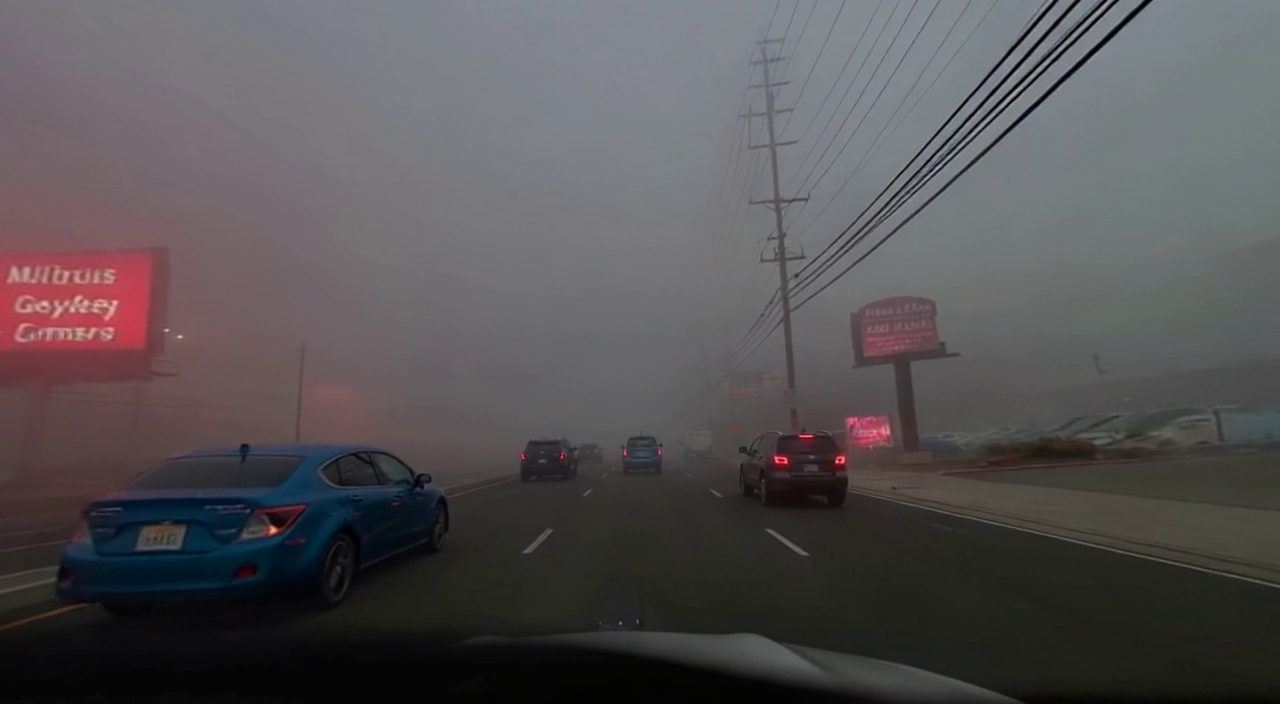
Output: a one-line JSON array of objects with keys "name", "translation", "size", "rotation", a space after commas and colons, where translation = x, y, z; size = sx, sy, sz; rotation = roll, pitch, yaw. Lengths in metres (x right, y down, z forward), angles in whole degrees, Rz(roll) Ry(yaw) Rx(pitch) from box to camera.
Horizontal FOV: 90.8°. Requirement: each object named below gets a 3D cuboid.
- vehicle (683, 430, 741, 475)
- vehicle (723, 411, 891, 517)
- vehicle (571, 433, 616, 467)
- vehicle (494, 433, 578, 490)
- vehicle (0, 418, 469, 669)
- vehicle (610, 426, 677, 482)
[{"name": "vehicle", "translation": [3.168, 4.549, 28.764], "size": [2.026, 1.904, 4.102], "rotation": [0, -8, -2]}, {"name": "vehicle", "translation": [3.362, 2.399, 13.990], "size": [2.282, 1.897, 4.915], "rotation": [0, -8, -1]}, {"name": "vehicle", "translation": [-2.890, 6.276, 40.566], "size": [2.405, 2.009, 5.909], "rotation": [0, -8, 0]}, {"name": "vehicle", "translation": [-3.280, 3.526, 20.697], "size": [2.051, 1.671, 3.861], "rotation": [0, -8, 0]}, {"name": "vehicle", "translation": [-3.295, 1.492, 6.132], "size": [2.022, 1.498, 4.471], "rotation": [0, -8, 0]}, {"name": "vehicle", "translation": [0.090, 3.878, 24.214], "size": [2.326, 1.925, 4.253], "rotation": [0, -8, -1]}]
